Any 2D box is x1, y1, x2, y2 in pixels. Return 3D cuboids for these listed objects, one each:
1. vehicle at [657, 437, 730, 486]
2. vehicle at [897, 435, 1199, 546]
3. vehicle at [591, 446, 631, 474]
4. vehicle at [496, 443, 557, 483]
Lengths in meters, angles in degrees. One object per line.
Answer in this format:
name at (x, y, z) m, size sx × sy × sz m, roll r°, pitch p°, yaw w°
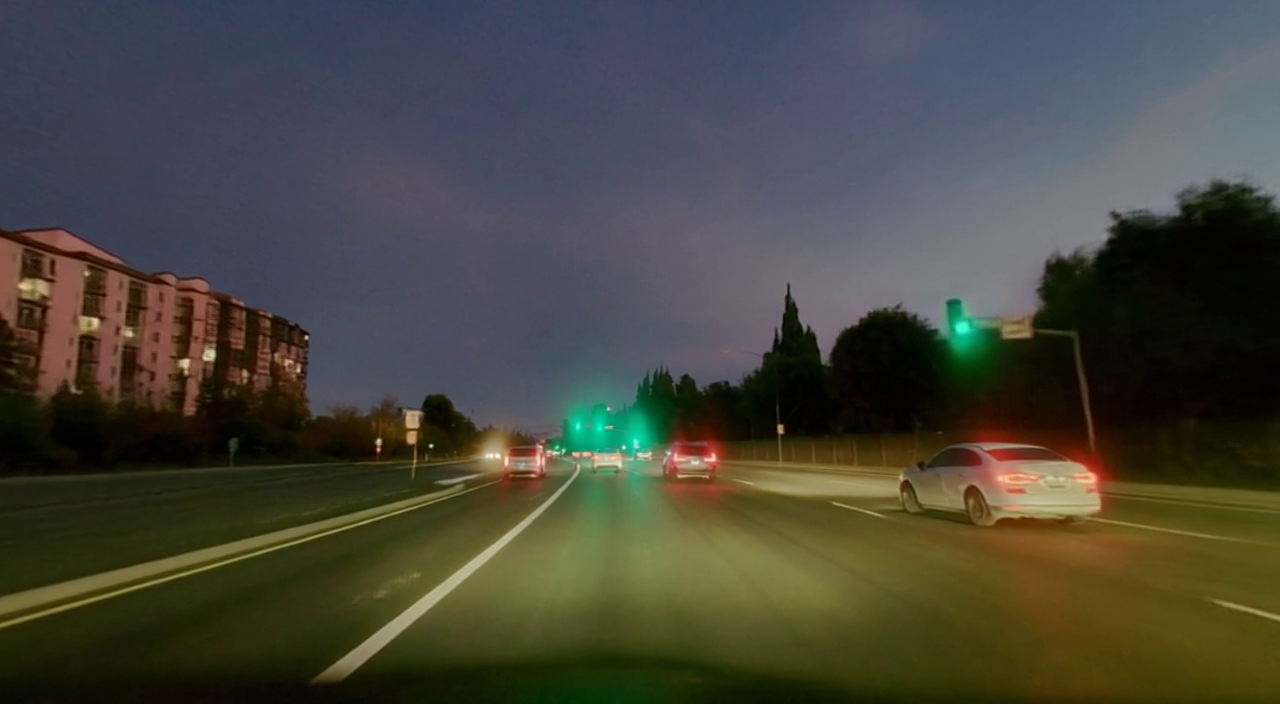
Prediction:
vehicle at (1.976, 4.235, 24.724) m, size 2.161 × 1.716 × 4.194 m, roll 1°, pitch -8°, yaw -4°
vehicle at (6.172, 2.114, 10.364) m, size 1.945 × 1.408 × 4.288 m, roll 0°, pitch -8°, yaw -3°
vehicle at (-1.776, 6.366, 37.517) m, size 2.155 × 1.486 × 4.403 m, roll 1°, pitch -8°, yaw -5°
vehicle at (-5.025, 4.964, 28.567) m, size 2.172 × 1.671 × 4.175 m, roll 0°, pitch -8°, yaw -3°
